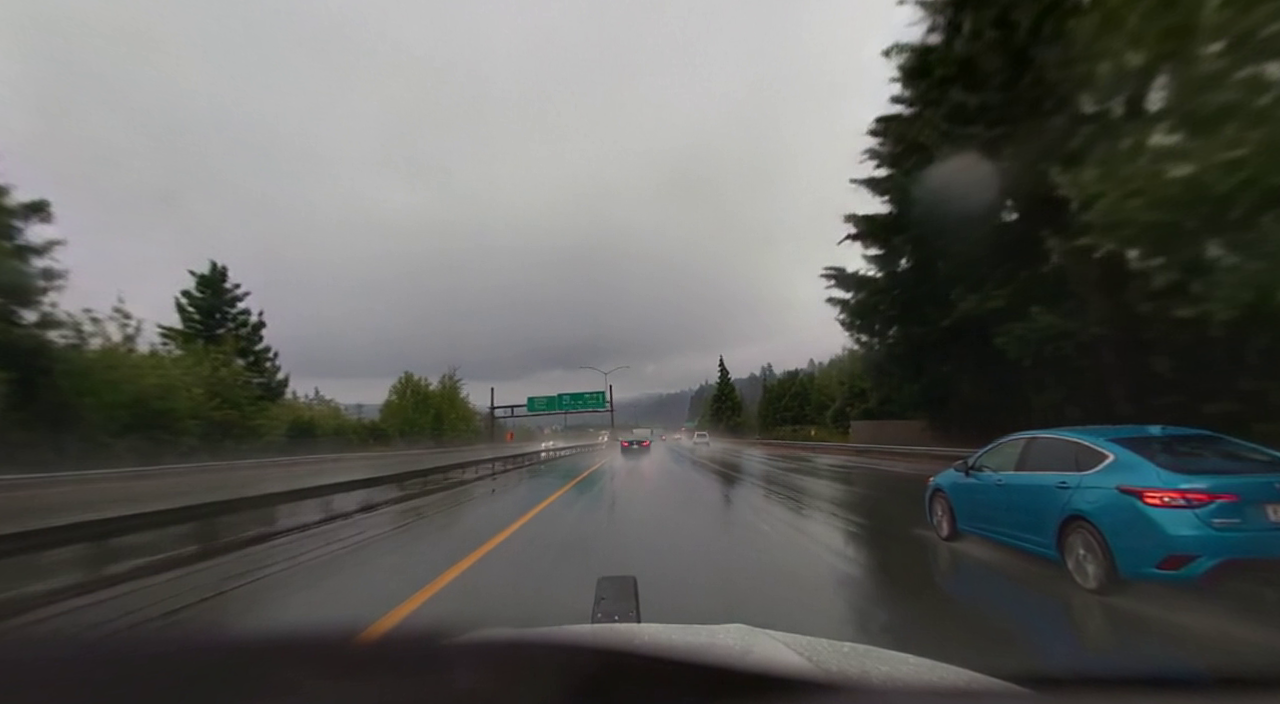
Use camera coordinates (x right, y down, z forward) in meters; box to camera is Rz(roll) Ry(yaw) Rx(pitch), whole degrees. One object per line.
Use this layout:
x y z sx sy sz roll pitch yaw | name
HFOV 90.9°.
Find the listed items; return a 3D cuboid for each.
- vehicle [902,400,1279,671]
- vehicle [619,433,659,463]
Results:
4.393 1.315 5.694 1.981 1.467 4.459 0 -8 -2 | vehicle
-0.079 5.260 34.753 2.046 1.526 3.903 0 -8 -1 | vehicle
